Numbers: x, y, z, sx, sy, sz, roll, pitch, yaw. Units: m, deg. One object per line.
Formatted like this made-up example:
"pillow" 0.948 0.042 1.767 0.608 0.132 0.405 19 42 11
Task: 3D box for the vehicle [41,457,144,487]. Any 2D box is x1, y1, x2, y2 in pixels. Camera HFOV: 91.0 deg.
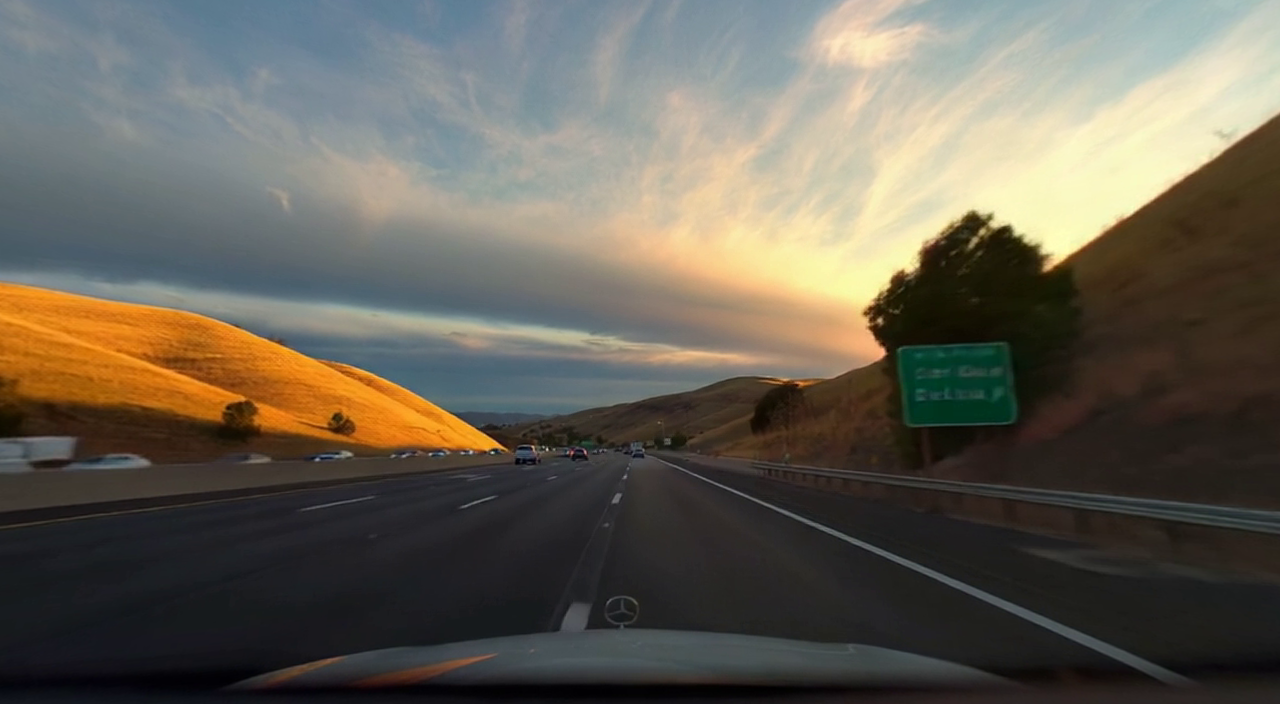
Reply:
"vehicle" -30.943 6.766 35.804 1.871 1.480 4.478 0 -9 -1

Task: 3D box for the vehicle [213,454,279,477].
"vehicle" -27.346 7.851 43.827 1.834 1.478 4.311 0 -9 -1
